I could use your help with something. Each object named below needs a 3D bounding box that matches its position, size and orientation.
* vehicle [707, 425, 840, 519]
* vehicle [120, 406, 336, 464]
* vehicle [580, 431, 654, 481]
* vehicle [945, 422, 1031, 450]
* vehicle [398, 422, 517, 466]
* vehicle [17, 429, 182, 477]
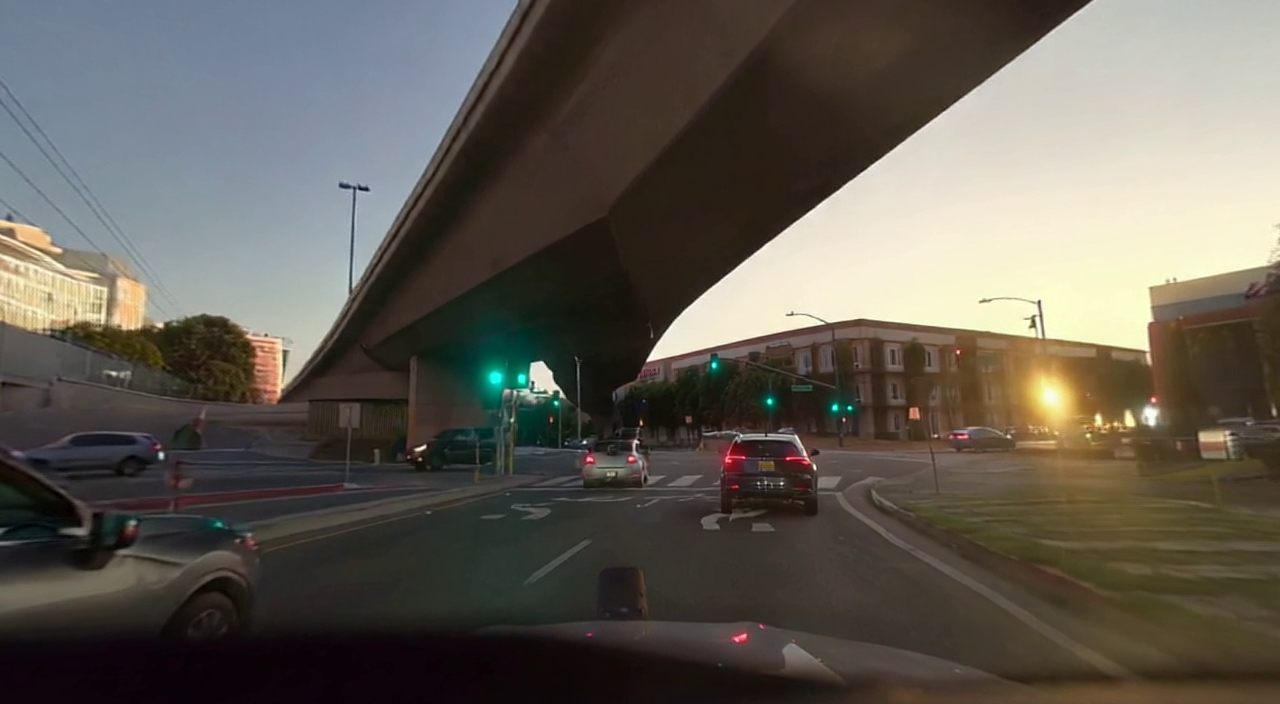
[{"bbox_3d":[2.574,2.357,12.980,2.195,1.571,4.353,-1,-8,8],"label":"vehicle"},{"bbox_3d":[-29.783,6.240,47.164,3.136,3.659,13.988,-4,-9,23],"label":"vehicle"},{"bbox_3d":[-0.662,3.563,21.940,2.214,1.519,4.704,-1,-8,2],"label":"vehicle"},{"bbox_3d":[21.641,5.246,39.247,4.755,1.623,2.290,4,-9,-26],"label":"vehicle"},{"bbox_3d":[-8.421,4.284,29.306,4.761,1.930,2.175,-2,-9,12],"label":"vehicle"},{"bbox_3d":[-22.730,4.270,26.815,4.827,1.885,2.008,4,-9,-25],"label":"vehicle"}]
